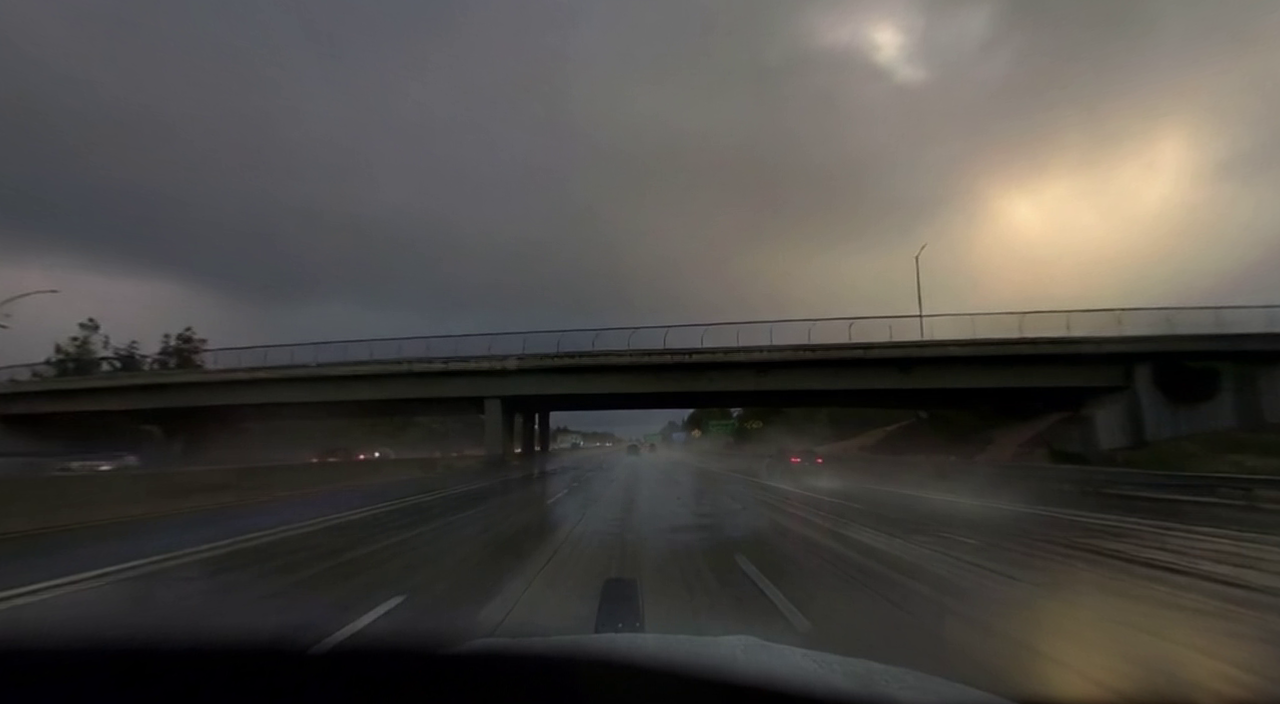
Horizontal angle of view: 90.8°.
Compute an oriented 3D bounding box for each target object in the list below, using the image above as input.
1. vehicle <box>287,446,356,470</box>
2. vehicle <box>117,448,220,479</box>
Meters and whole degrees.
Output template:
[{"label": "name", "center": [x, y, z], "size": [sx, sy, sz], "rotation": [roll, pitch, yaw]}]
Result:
[{"label": "vehicle", "center": [-20.814, 6.919, 41.540], "size": [1.980, 1.493, 4.801], "rotation": [0, -9, 0]}, {"label": "vehicle", "center": [-24.159, 5.705, 32.631], "size": [1.825, 1.435, 4.568], "rotation": [0, -9, 0]}]
